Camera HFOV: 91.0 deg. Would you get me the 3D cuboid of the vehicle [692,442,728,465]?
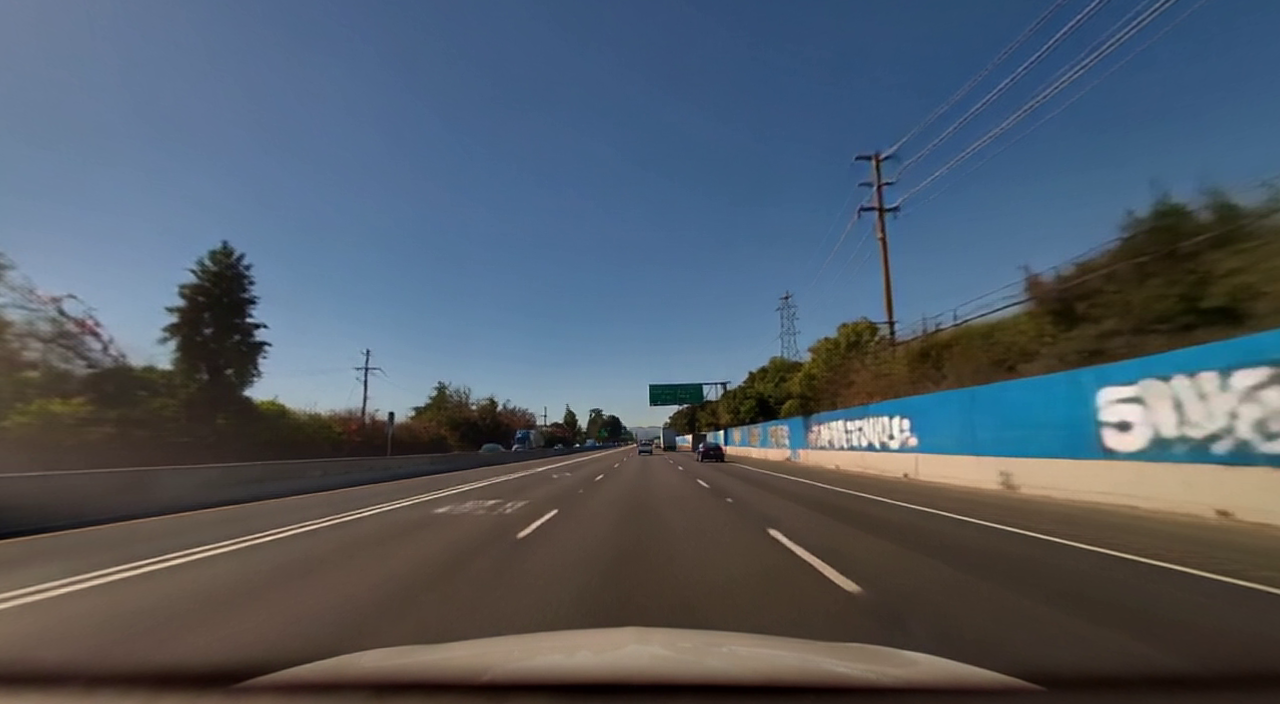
[{"bbox_3d":[4.778,6.963,43.474,1.991,1.494,3.951,0,-8,0],"label":"vehicle"}]
